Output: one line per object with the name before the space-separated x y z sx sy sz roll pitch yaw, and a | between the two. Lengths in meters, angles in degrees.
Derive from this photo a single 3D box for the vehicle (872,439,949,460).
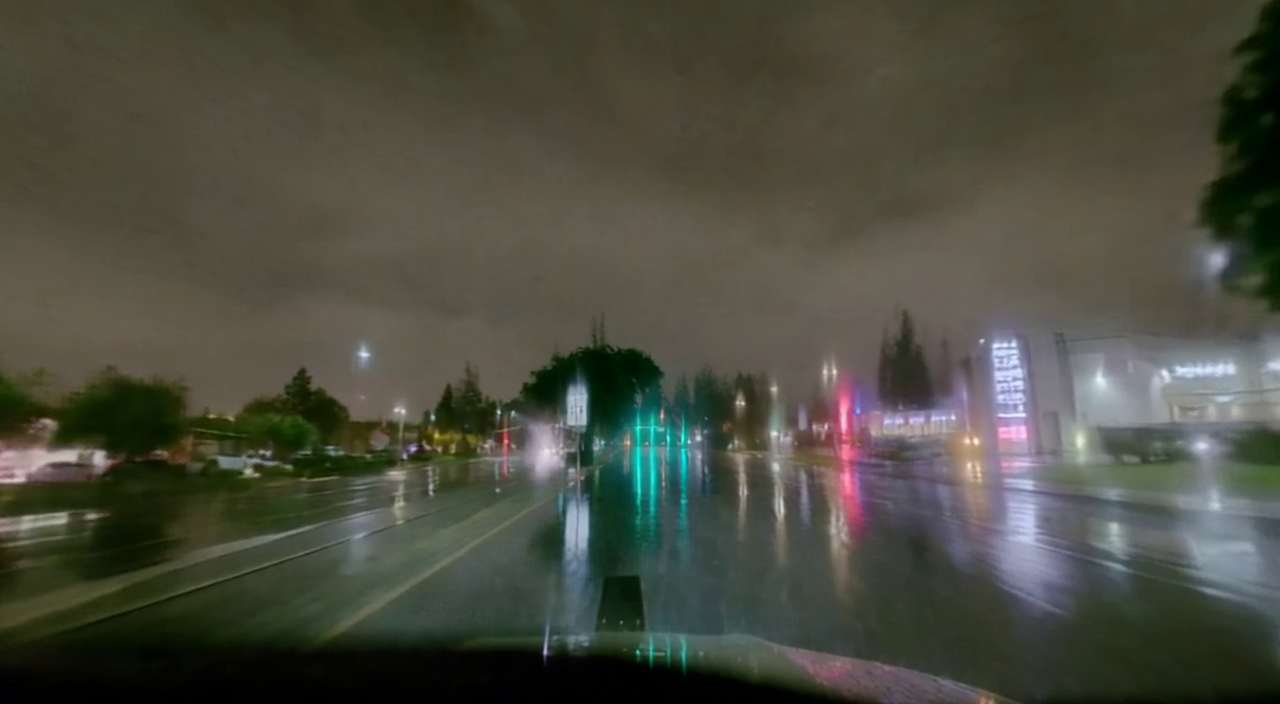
vehicle | 20.096 7.268 47.053 4.805 1.473 2.046 0 -8 -3
